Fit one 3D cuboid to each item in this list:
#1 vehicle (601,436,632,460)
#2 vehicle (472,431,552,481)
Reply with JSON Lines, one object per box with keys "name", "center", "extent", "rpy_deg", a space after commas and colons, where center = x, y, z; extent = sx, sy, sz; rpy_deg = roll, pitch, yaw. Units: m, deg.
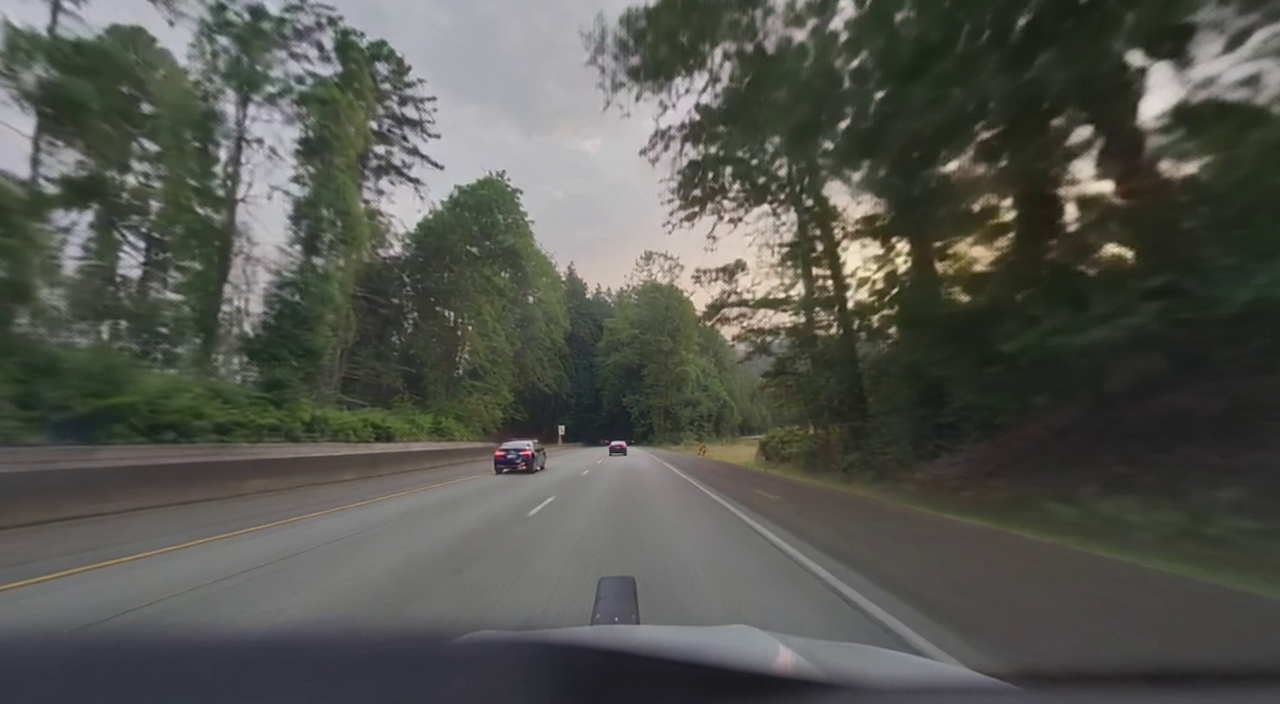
{"name": "vehicle", "center": [-1.689, 7.073, 46.546], "extent": [2.159, 1.670, 4.395], "rpy_deg": [0, -8, -1]}
{"name": "vehicle", "center": [-4.621, 3.819, 23.426], "extent": [2.111, 1.645, 4.382], "rpy_deg": [0, -8, 0]}
